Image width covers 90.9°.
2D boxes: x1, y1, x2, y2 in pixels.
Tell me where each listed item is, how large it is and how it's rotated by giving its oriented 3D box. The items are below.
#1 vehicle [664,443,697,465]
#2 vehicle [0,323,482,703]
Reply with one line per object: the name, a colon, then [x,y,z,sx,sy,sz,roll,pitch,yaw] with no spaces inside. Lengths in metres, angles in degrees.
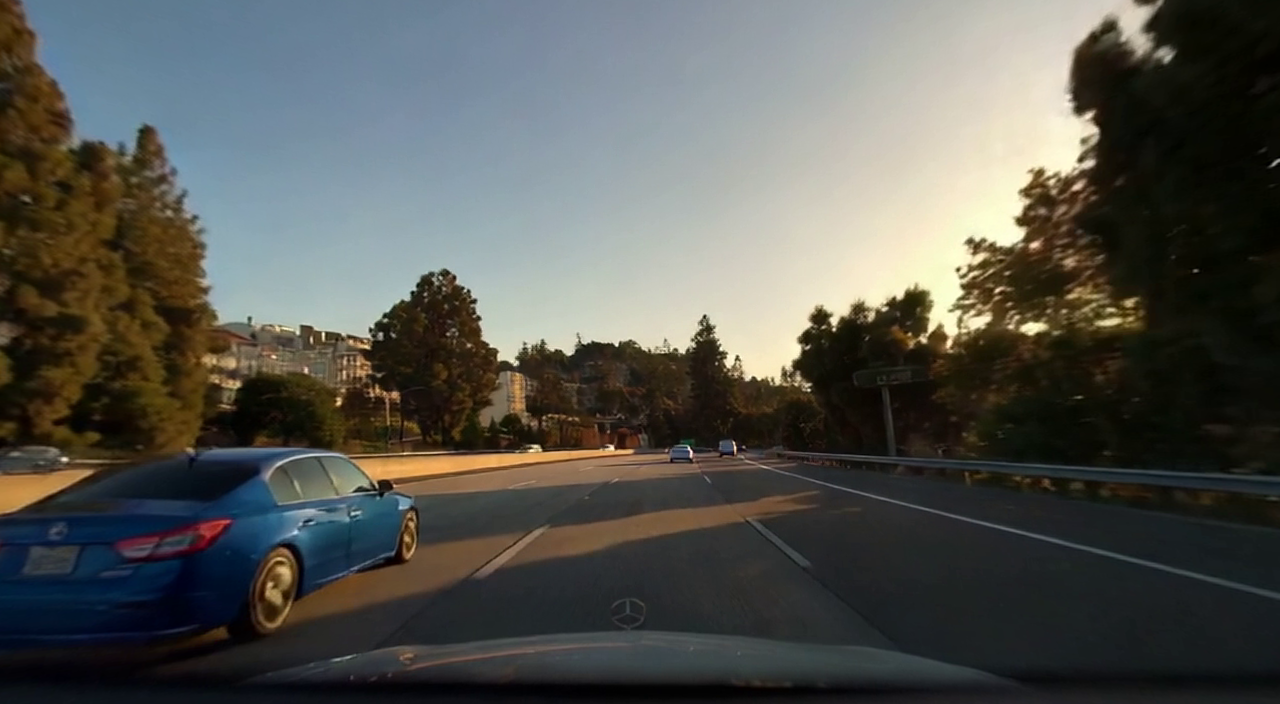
vehicle: [2.861,7.198,44.435,2.158,1.458,3.656,-1,-9,4]
vehicle: [-3.032,1.142,5.051,2.185,1.823,4.854,0,-9,1]
